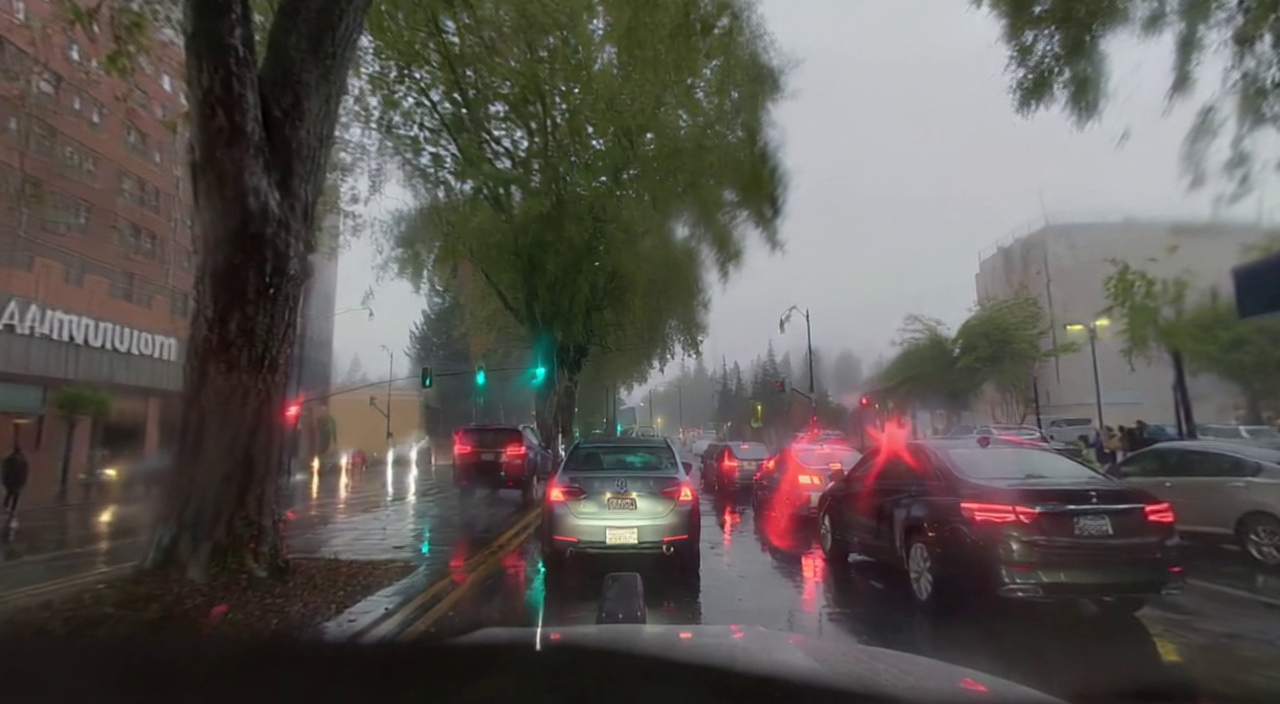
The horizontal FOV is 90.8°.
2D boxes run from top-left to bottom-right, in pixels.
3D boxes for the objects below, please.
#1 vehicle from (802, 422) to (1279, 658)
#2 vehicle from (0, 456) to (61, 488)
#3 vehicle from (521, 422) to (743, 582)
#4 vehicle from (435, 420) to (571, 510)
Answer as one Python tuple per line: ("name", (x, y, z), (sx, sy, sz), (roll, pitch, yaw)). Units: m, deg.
("vehicle", (3.221, 1.523, 6.304), (1.912, 1.454, 4.537), (0, -9, -1))
("vehicle", (-31.718, 5.971, 31.433), (1.913, 1.531, 4.000), (-9, -12, 44))
("vehicle", (-0.104, 1.743, 8.135), (2.118, 1.512, 4.013), (0, -9, -1))
("vehicle", (-3.135, 2.734, 15.711), (2.223, 1.840, 4.919), (0, -9, 0))
